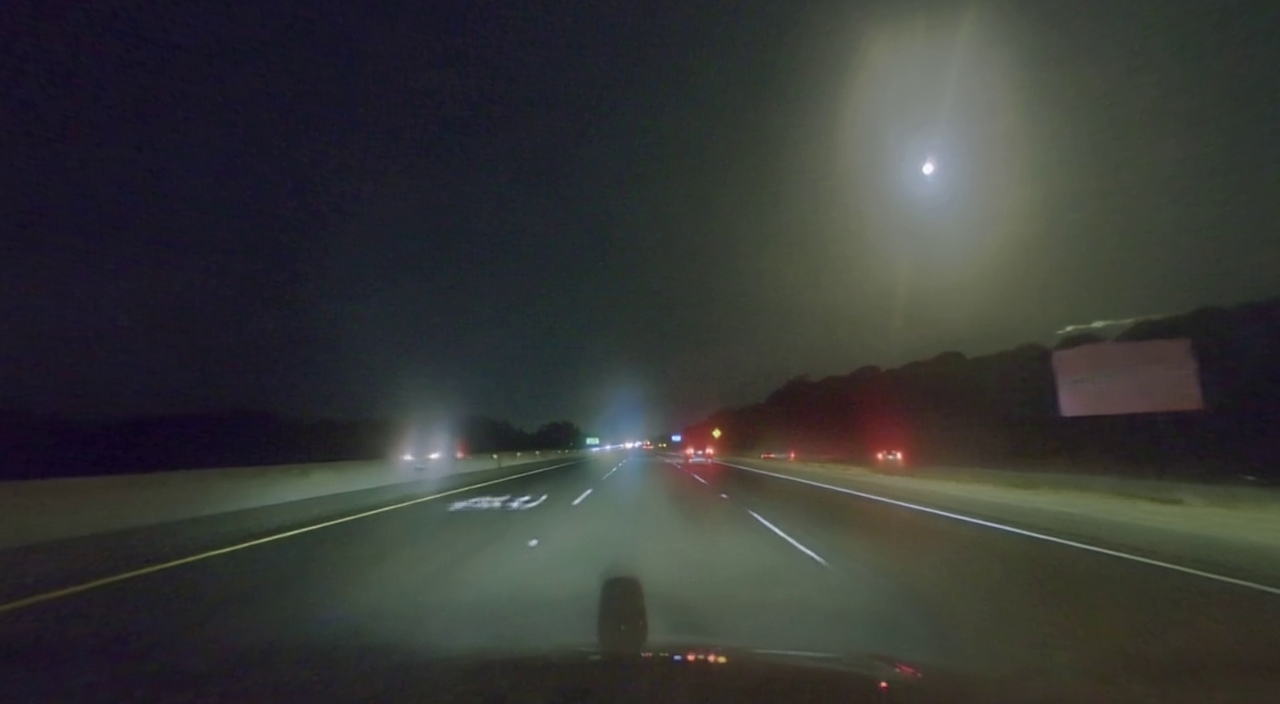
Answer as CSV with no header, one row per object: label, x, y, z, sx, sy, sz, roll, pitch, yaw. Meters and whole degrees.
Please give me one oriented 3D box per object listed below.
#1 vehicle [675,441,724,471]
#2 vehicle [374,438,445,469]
vehicle,3.139,5.601,34.209,2.193,1.462,4.533,0,-8,-1
vehicle,-13.889,6.146,38.400,2.169,1.748,5.228,-1,-8,2
